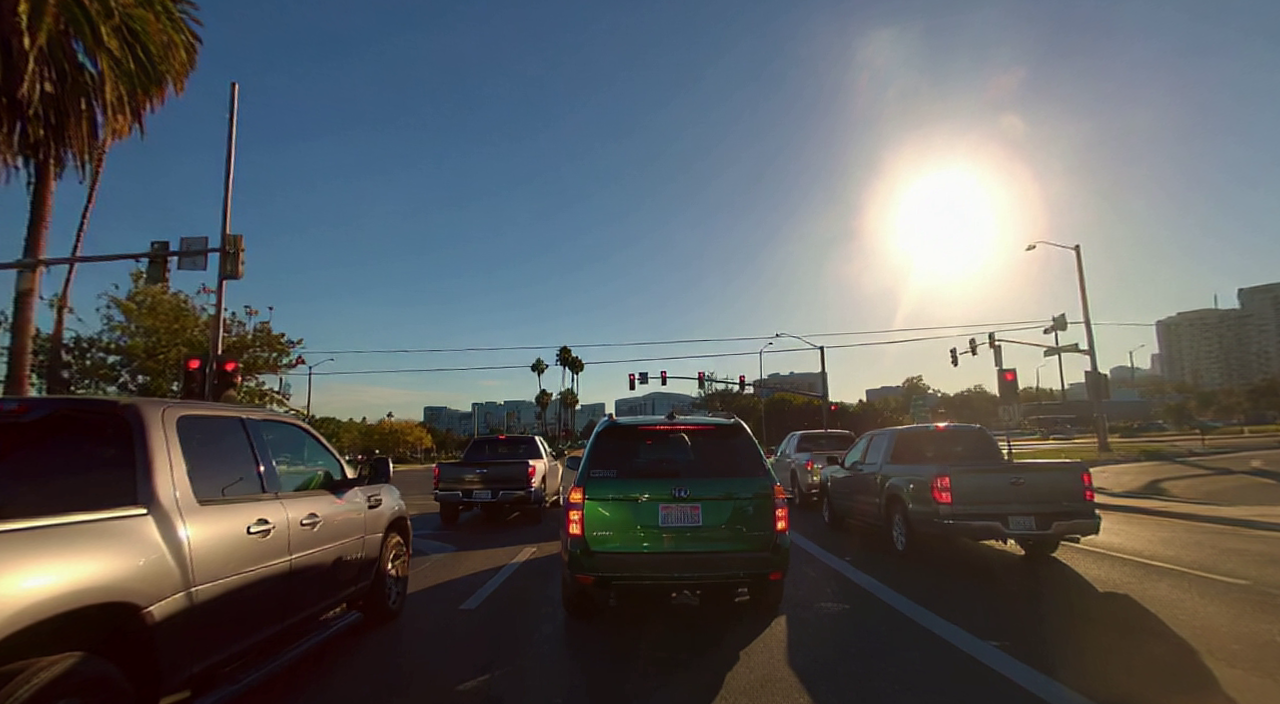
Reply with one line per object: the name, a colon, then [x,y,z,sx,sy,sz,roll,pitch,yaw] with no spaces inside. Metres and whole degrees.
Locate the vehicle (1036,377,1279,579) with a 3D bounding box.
vehicle: [7.335,1.335,6.862,2.337,1.925,5.728,0,-8,1]

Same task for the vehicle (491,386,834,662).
vehicle: [0.170,1.375,6.046,2.123,1.704,4.128,0,-9,1]

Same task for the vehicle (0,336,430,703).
vehicle: [-3.160,1.087,3.902,2.171,1.702,4.416,0,-9,0]

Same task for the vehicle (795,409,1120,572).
vehicle: [4.012,1.857,9.301,2.072,1.704,5.170,0,-9,0]
